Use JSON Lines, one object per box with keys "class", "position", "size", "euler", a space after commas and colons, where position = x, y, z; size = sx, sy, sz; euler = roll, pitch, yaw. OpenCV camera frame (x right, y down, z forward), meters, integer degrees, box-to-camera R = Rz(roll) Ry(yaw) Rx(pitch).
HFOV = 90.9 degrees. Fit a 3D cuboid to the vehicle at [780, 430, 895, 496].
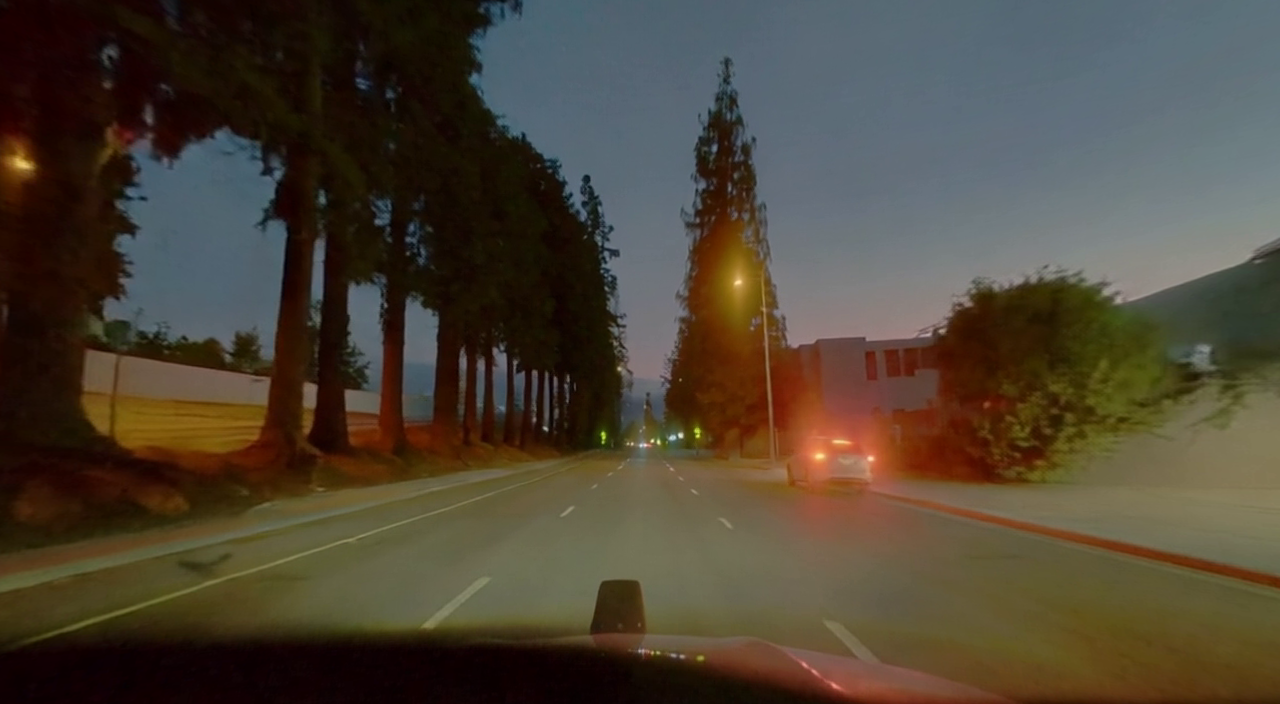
{"class": "vehicle", "position": [6.066, 3.466, 20.128], "size": [2.177, 1.788, 5.106], "euler": [0, -8, 2]}
